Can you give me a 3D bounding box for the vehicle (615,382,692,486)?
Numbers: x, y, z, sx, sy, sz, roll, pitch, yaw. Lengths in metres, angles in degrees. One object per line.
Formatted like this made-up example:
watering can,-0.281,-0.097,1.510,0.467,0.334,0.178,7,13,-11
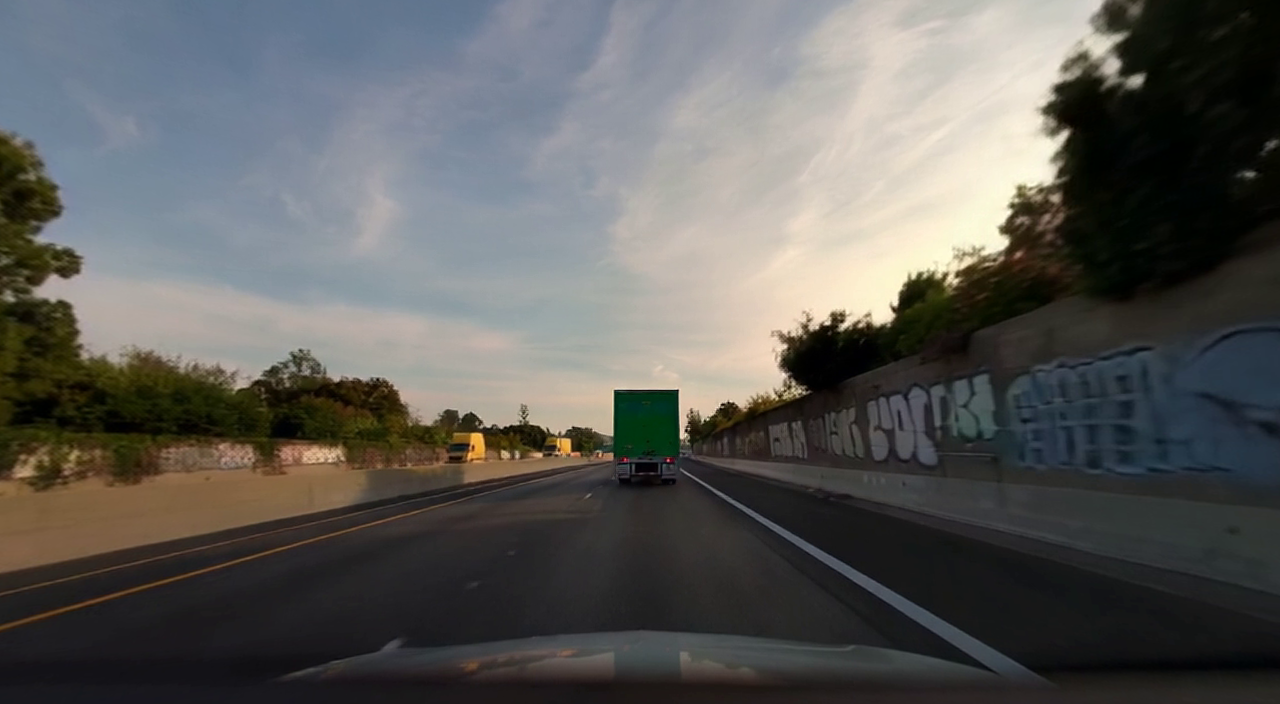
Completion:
vehicle,0.414,3.897,29.033,2.900,3.955,10.151,0,-9,-1
